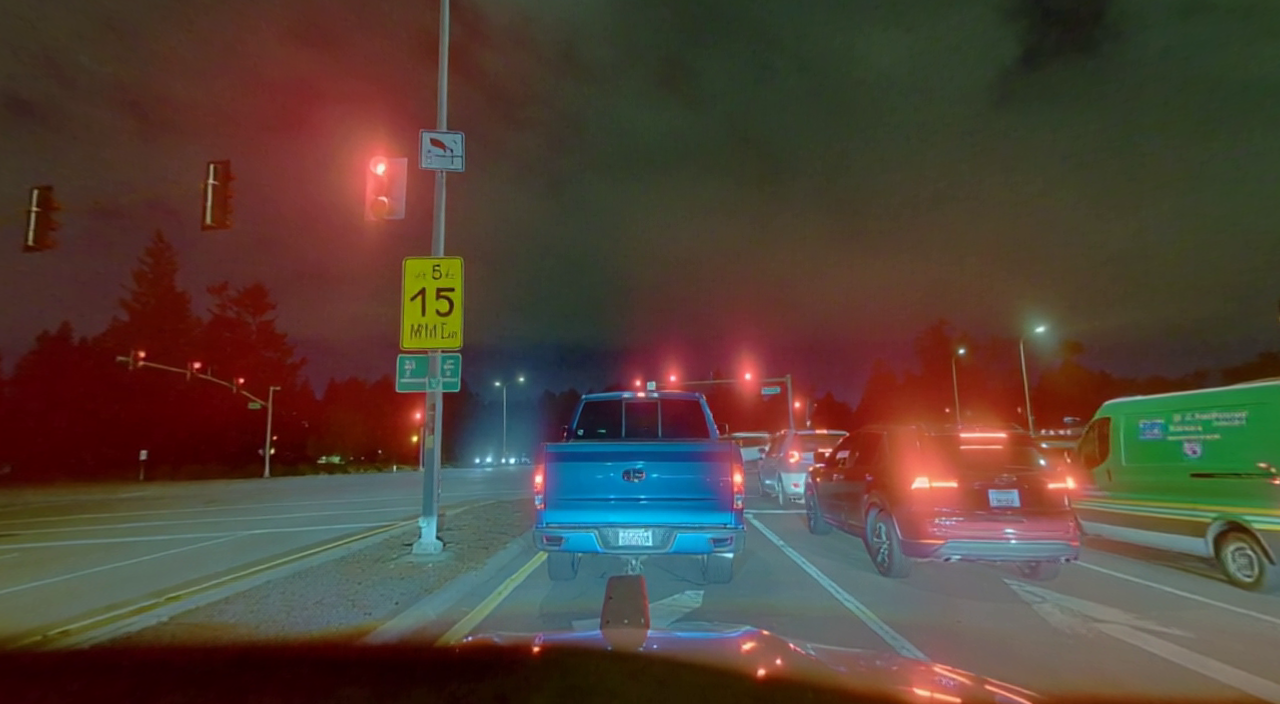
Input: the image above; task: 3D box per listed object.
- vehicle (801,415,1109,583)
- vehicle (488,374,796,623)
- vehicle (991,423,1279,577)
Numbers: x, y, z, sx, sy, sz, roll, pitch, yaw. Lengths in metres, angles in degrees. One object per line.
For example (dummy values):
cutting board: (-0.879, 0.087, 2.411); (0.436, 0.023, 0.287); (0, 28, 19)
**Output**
vehicle: (3.578, 1.725, 8.197); (1.981, 1.616, 4.006); (0, -8, 1)
vehicle: (0.045, 1.472, 7.346); (2.326, 1.880, 4.964); (0, -8, 1)
vehicle: (6.830, 1.744, 8.272); (1.973, 1.470, 4.228); (0, -8, 0)
